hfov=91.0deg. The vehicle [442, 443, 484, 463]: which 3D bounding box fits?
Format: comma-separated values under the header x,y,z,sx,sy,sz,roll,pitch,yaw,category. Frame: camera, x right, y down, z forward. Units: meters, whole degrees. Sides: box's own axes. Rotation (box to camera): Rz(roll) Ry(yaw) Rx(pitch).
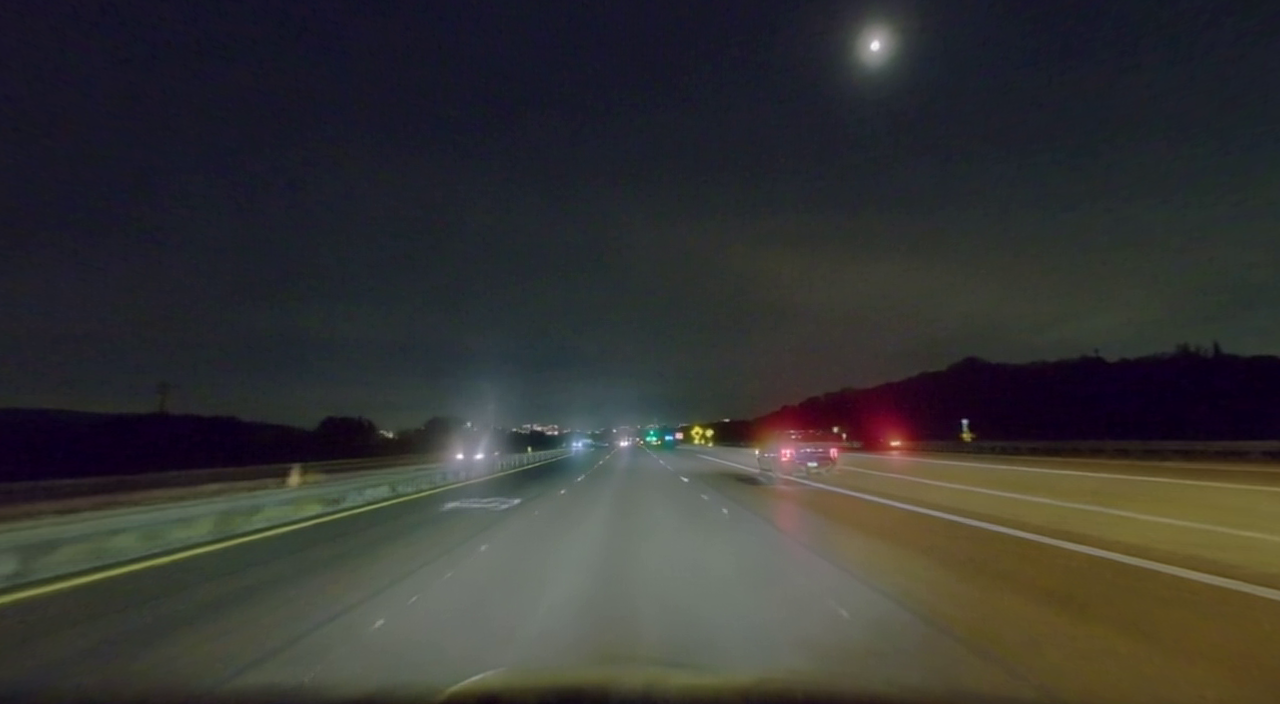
x,y,z,sx,sy,sz,roll,pitch,yaw,category
-13.694,7.841,48.967,1.942,1.444,4.697,0,-8,0,vehicle
